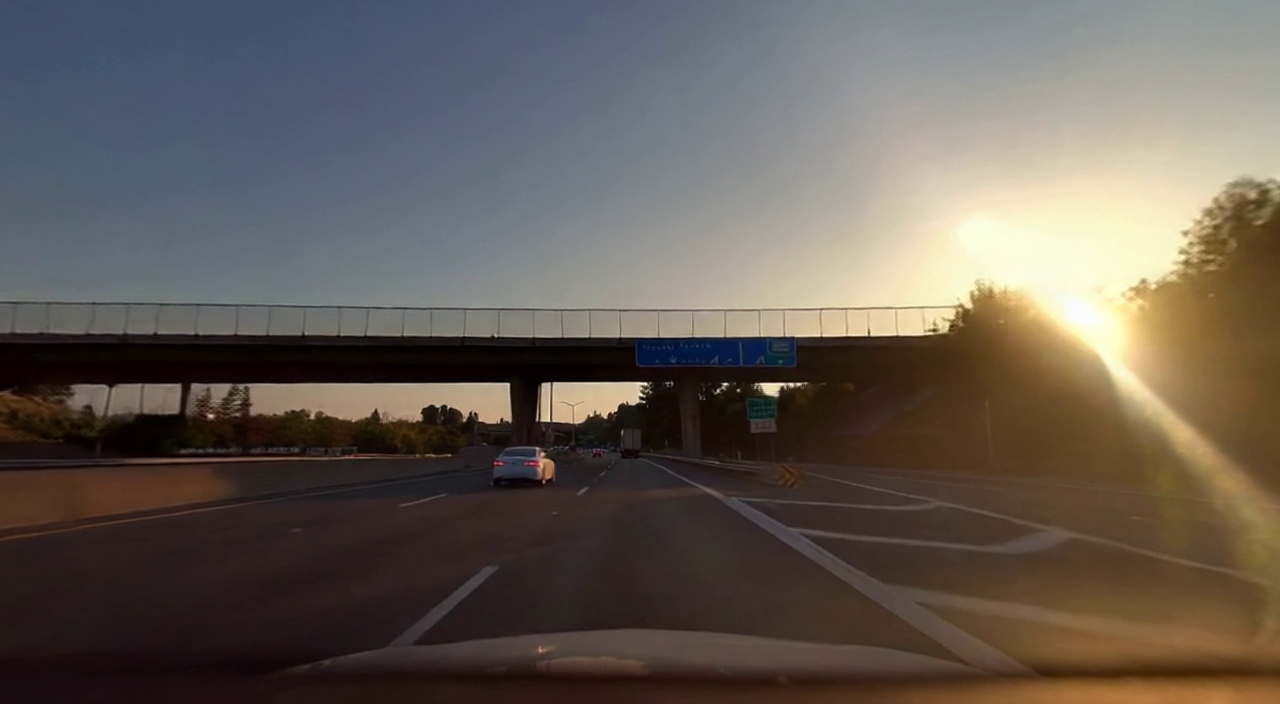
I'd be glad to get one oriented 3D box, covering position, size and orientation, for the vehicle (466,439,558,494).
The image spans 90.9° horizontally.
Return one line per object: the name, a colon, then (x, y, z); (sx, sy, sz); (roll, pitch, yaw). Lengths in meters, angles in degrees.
vehicle: (-3.974, 3.636, 20.296); (2.070, 1.564, 4.145); (0, -9, 0)
